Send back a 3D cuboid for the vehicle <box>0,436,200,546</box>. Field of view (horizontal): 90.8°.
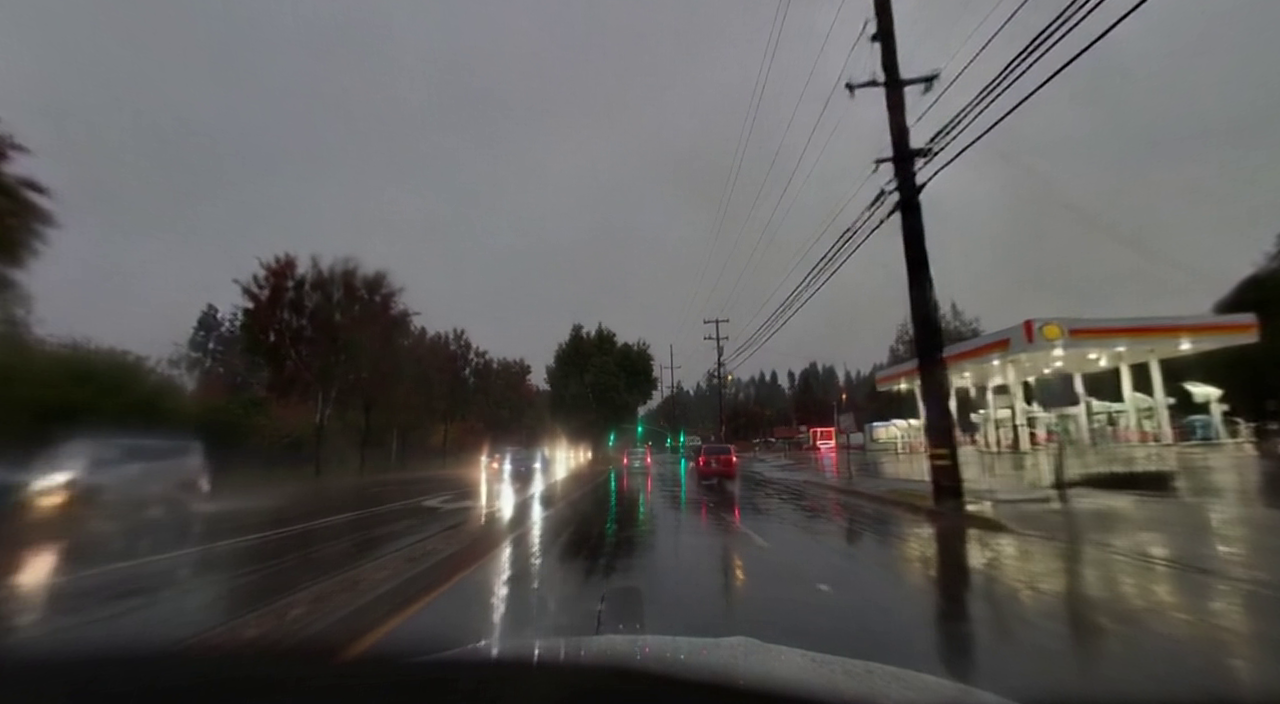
[{"bbox_3d":[-11.662,2.655,12.786,2.165,1.810,4.607,-1,-8,0],"label":"vehicle"}]

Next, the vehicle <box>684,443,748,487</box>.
[{"bbox_3d":[3.022,4.580,25.988,1.990,1.592,4.294,0,-8,-1],"label":"vehicle"}]

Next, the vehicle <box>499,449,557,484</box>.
[{"bbox_3d":[-5.172,5.331,29.778,2.032,1.487,4.413,0,-8,-1],"label":"vehicle"}]

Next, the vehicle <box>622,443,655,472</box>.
[{"bbox_3d":[-0.120,7.096,42.768,2.163,1.825,4.073,-1,-8,-1],"label":"vehicle"}]
